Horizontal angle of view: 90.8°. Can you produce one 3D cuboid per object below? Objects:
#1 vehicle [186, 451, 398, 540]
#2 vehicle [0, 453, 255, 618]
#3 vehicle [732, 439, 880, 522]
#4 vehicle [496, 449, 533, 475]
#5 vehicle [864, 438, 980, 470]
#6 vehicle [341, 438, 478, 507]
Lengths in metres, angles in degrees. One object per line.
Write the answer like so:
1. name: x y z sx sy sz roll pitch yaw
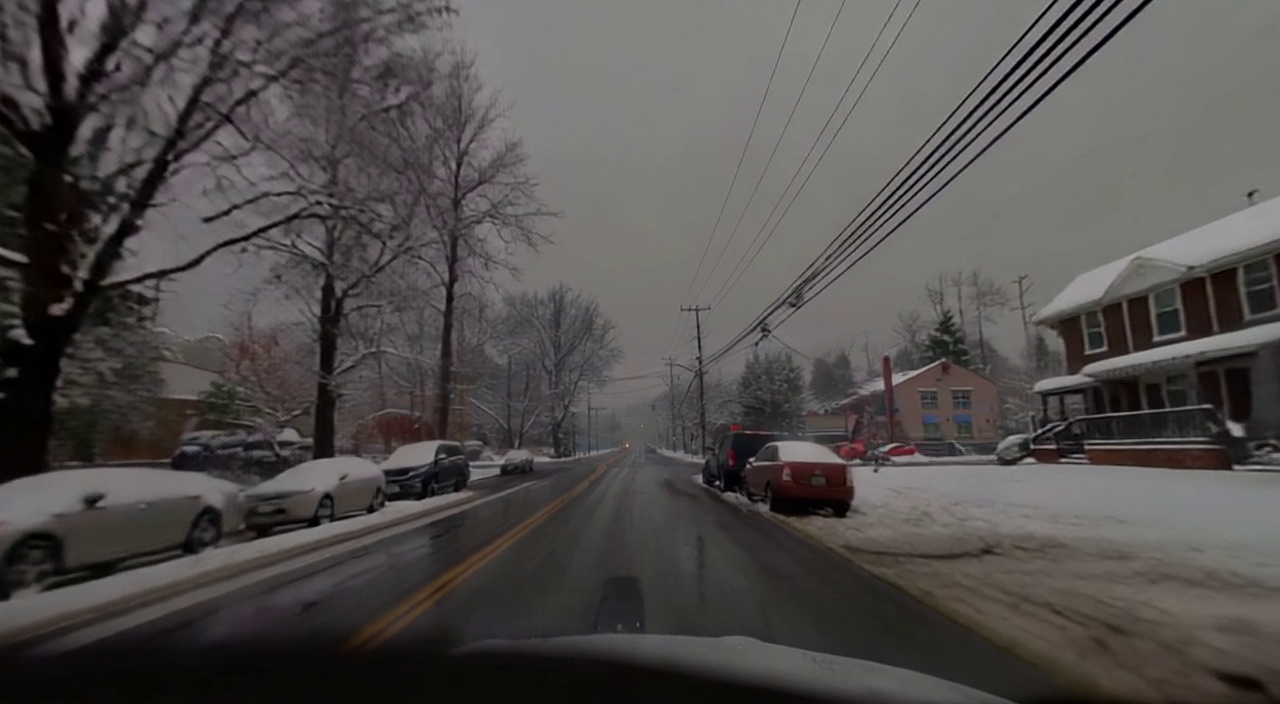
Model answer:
1. vehicle: -6.878 2.835 13.216 1.854 1.460 4.582 0 -8 0
2. vehicle: -6.835 1.935 7.304 1.860 1.469 4.573 0 -8 0
3. vehicle: 3.293 2.622 13.483 1.869 1.453 4.237 0 -8 -2
4. vehicle: -7.719 6.764 39.210 1.902 1.456 4.451 1 -9 -7
5. vehicle: 16.073 5.855 36.261 5.662 1.761 2.050 0 -8 0
6. vehicle: -6.811 3.598 19.513 2.151 1.789 5.482 0 -8 0
